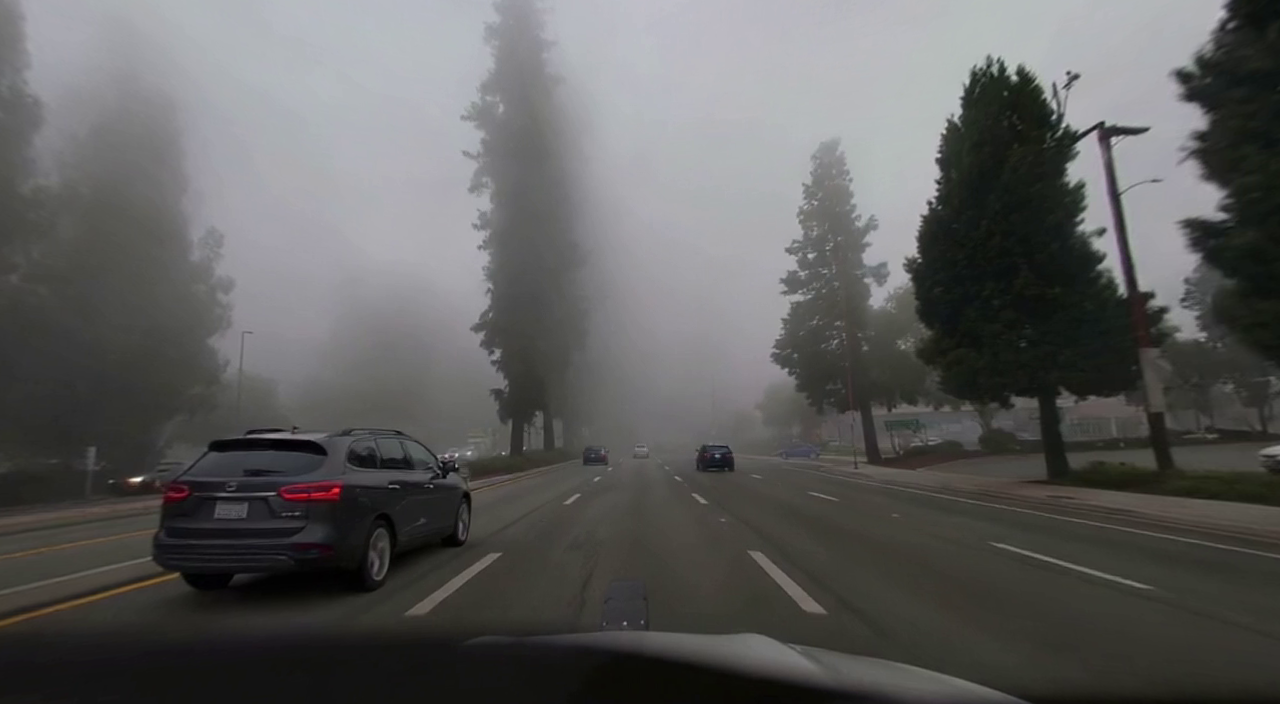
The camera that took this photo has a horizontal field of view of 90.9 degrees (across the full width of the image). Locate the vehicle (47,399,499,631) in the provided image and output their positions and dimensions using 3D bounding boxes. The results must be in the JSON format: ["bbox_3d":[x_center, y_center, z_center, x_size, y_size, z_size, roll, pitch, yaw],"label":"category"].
[{"bbox_3d":[-3.168,1.507,6.887,2.121,1.656,4.559,0,-8,1],"label":"vehicle"}]

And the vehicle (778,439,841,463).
[{"bbox_3d":[13.247,7.779,49.460,4.515,1.599,1.968,-4,-9,10],"label":"vehicle"}]

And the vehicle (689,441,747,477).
[{"bbox_3d":[3.505,4.900,29.211,2.087,1.506,4.276,0,-8,0],"label":"vehicle"}]

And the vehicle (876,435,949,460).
[{"bbox_3d":[21.206,7.464,49.249,4.691,1.626,1.989,-3,-9,4],"label":"vehicle"}]

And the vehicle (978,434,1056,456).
[{"bbox_3d":[29.320,7.259,49.075,4.759,1.666,1.941,0,-8,0],"label":"vehicle"}]
